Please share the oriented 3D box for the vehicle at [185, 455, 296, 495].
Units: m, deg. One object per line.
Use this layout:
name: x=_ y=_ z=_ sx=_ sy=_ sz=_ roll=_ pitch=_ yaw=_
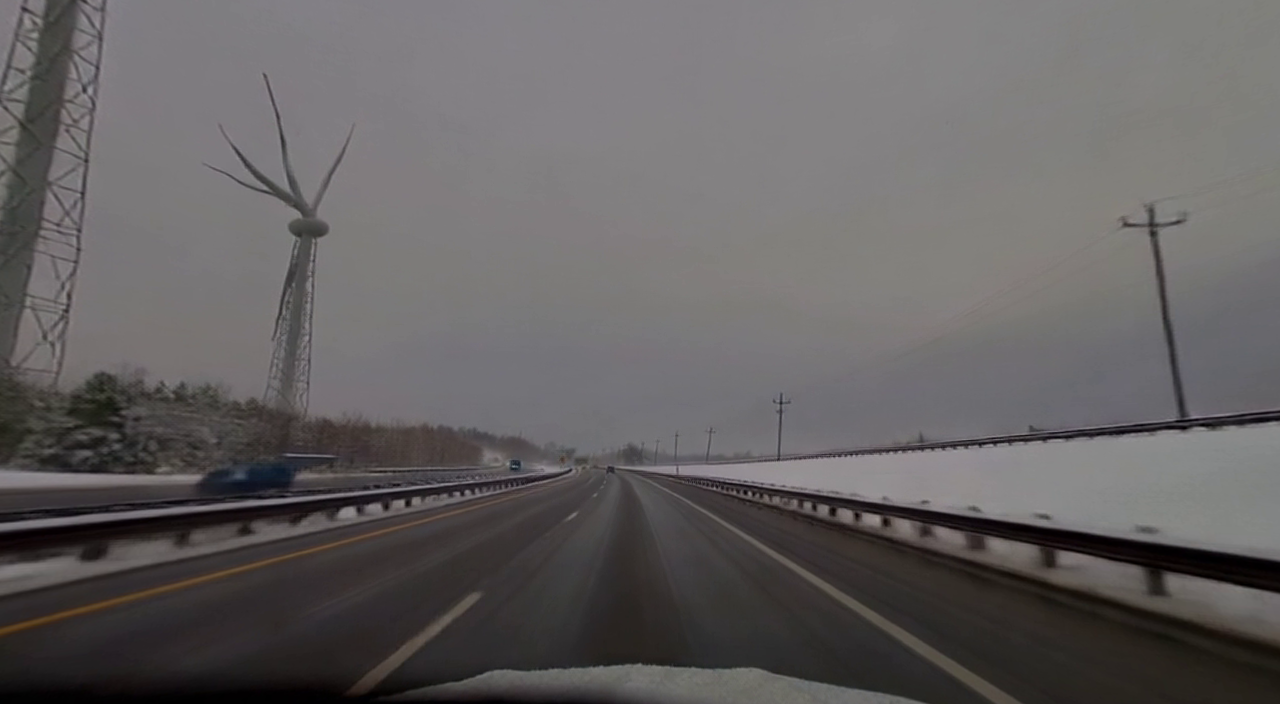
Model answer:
vehicle: x=-16.299 y=5.057 z=26.020 sx=1.783 sy=1.448 sz=4.377 roll=1 pitch=-11 yaw=-1
